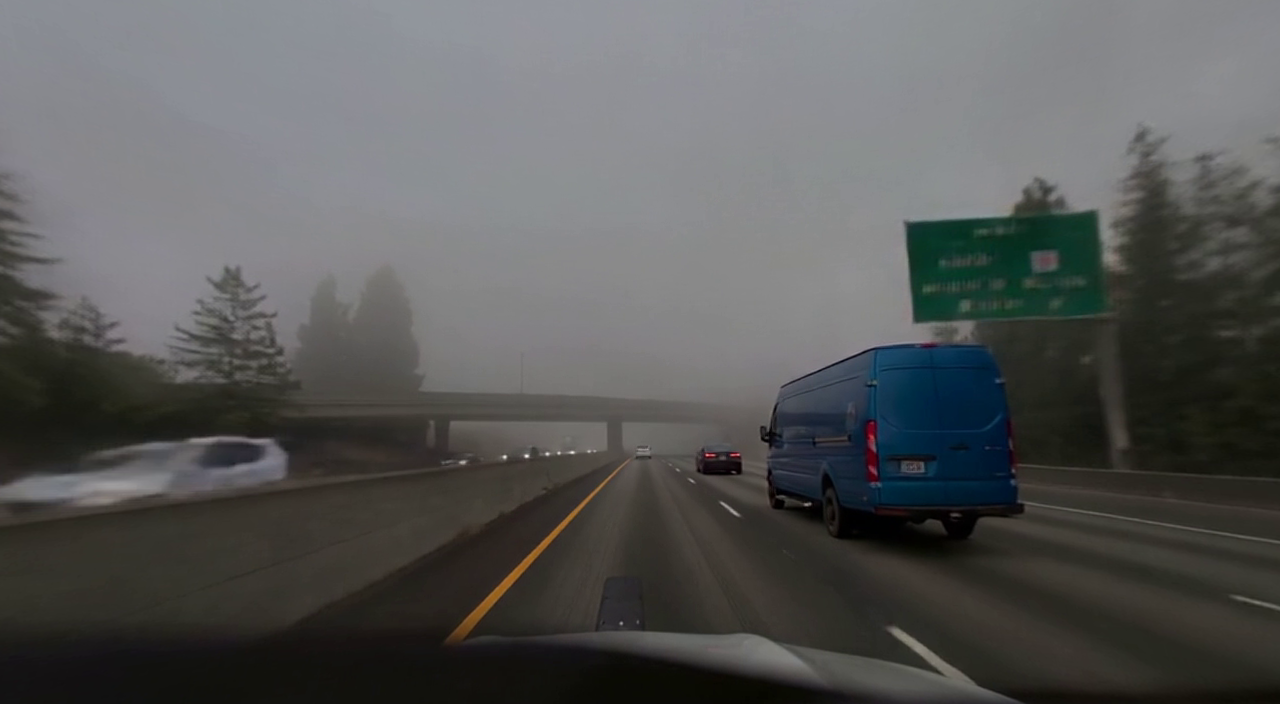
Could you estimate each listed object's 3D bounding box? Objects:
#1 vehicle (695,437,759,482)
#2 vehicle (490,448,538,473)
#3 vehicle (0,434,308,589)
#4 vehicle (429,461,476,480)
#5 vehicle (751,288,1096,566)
[{"bbox_3d":[3.565,4.507,26.583,2.009,1.731,4.149,0,-9,-1],"label":"vehicle"},{"bbox_3d":[-7.641,6.601,38.623,1.947,1.385,4.291,0,-9,1],"label":"vehicle"},{"bbox_3d":[-8.013,2.351,10.428,1.909,1.821,5.661,0,-9,0],"label":"vehicle"},{"bbox_3d":[-11.442,7.239,38.845,1.563,1.002,4.410,0,-9,0],"label":"vehicle"},{"bbox_3d":[3.776,1.334,10.616,2.460,3.155,6.902,0,-9,-1],"label":"vehicle"}]
